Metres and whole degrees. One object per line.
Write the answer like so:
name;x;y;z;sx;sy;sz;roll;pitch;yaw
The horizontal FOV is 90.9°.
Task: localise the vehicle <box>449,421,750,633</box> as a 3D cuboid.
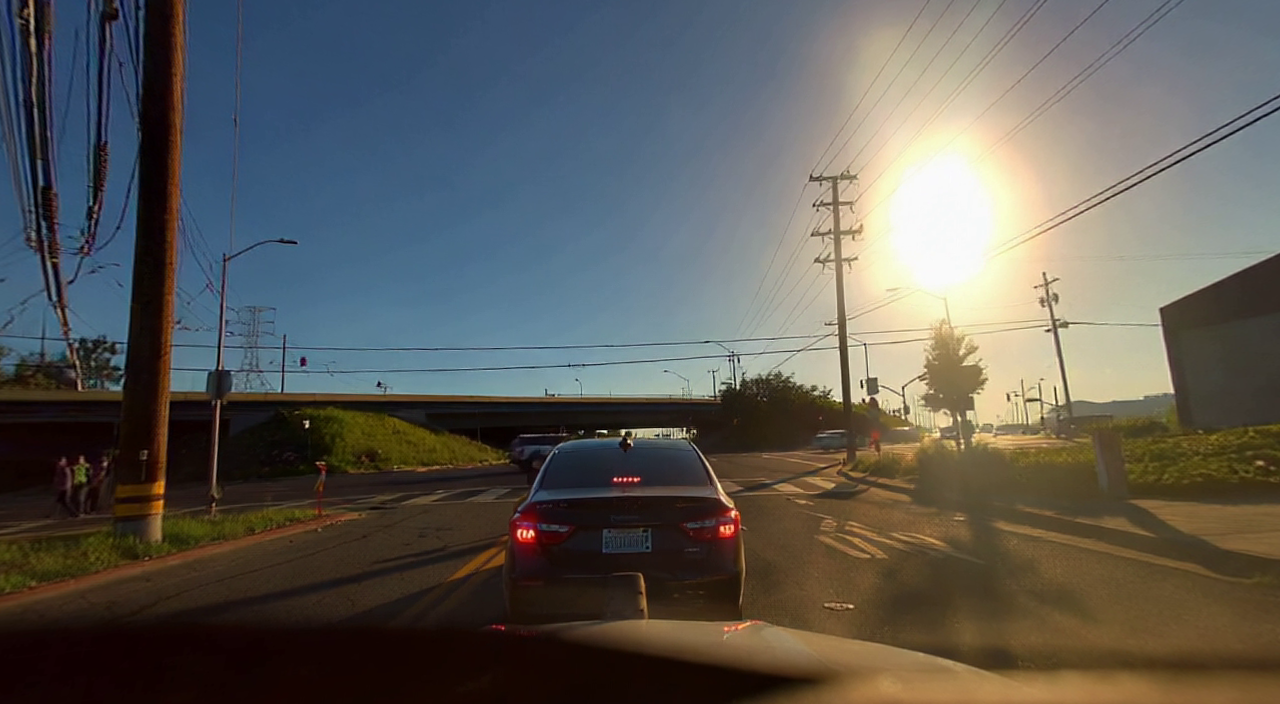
vehicle;-0.245;1.529;6.470;2.090;1.458;4.033;-1;-9;1
